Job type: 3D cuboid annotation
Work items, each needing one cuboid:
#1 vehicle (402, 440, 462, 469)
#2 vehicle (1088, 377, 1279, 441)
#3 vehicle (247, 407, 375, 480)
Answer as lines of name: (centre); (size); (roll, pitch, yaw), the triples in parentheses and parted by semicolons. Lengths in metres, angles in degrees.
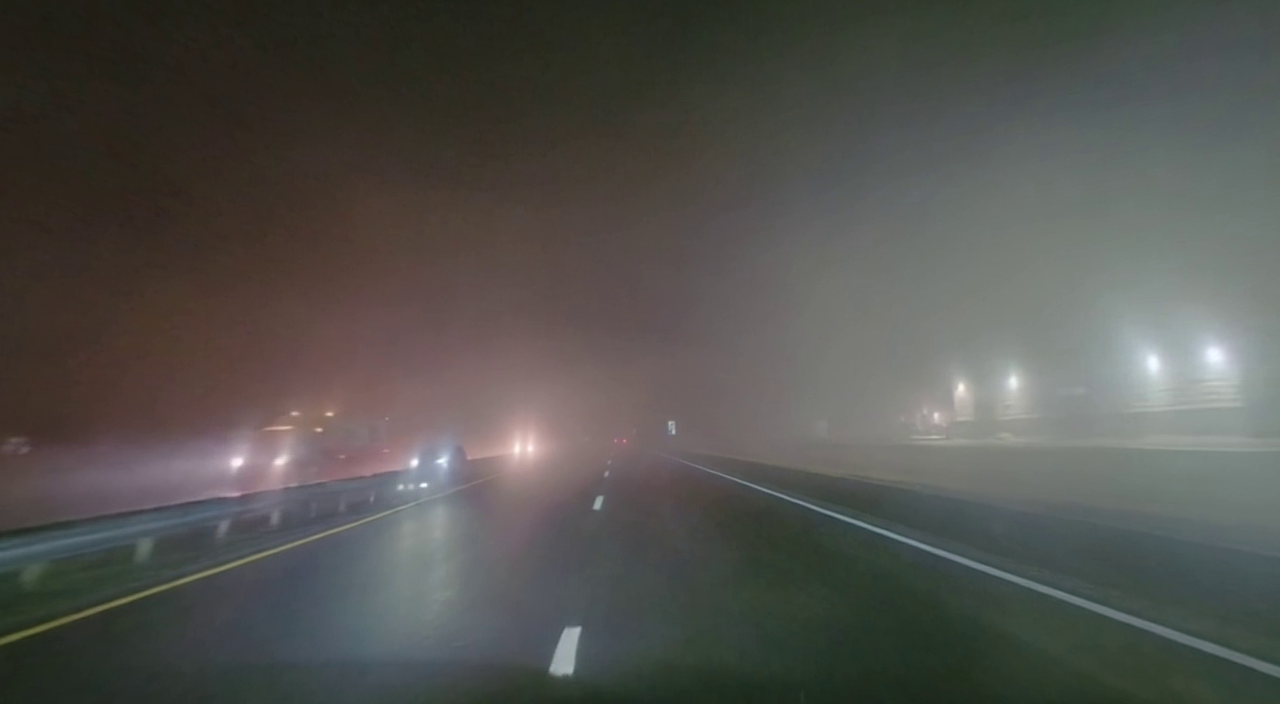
vehicle: (-11.629, 5.713, 35.460); (1.916, 1.506, 4.371); (0, -8, -1)
vehicle: (41.605, 4.816, 49.288); (2.920, 4.068, 15.213); (-5, -8, 5)
vehicle: (-16.086, 4.552, 31.459); (2.744, 3.204, 7.013); (0, -8, -2)
